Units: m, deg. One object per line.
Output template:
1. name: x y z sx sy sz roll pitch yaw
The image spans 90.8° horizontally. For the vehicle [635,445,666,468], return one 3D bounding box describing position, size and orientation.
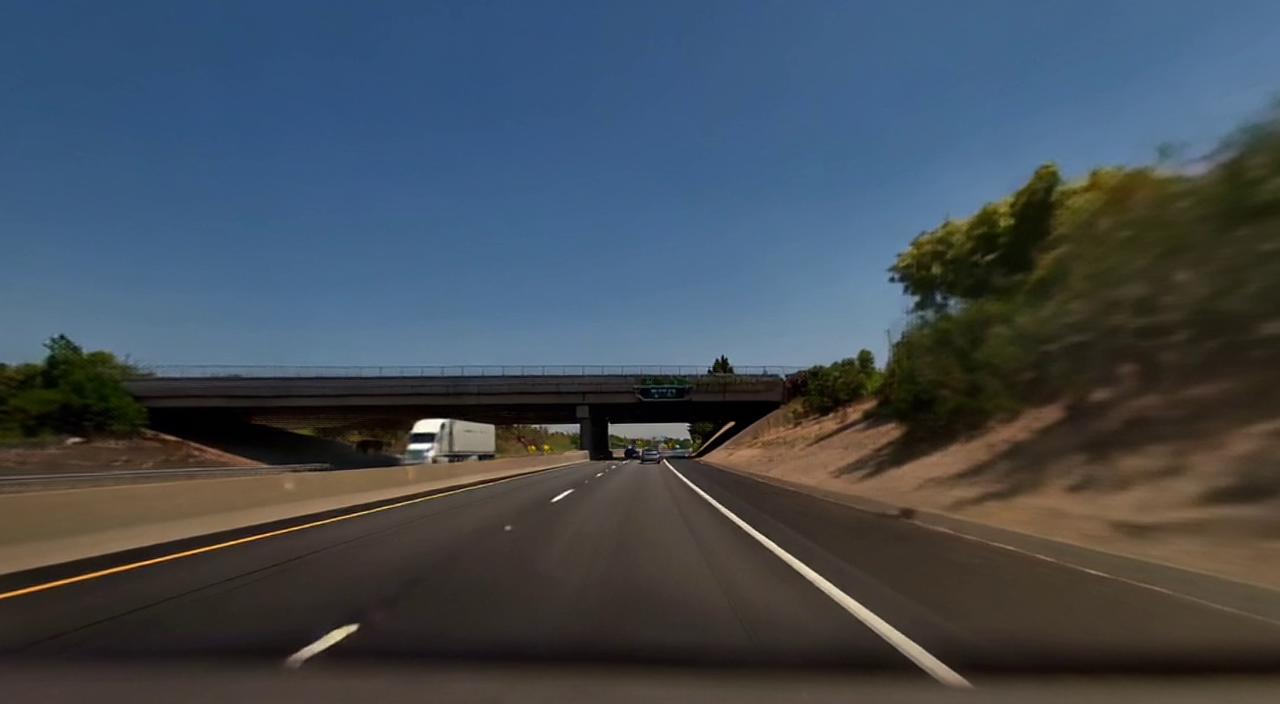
1. vehicle: 0.797 7.864 47.566 2.221 1.603 4.149 0 -9 1
